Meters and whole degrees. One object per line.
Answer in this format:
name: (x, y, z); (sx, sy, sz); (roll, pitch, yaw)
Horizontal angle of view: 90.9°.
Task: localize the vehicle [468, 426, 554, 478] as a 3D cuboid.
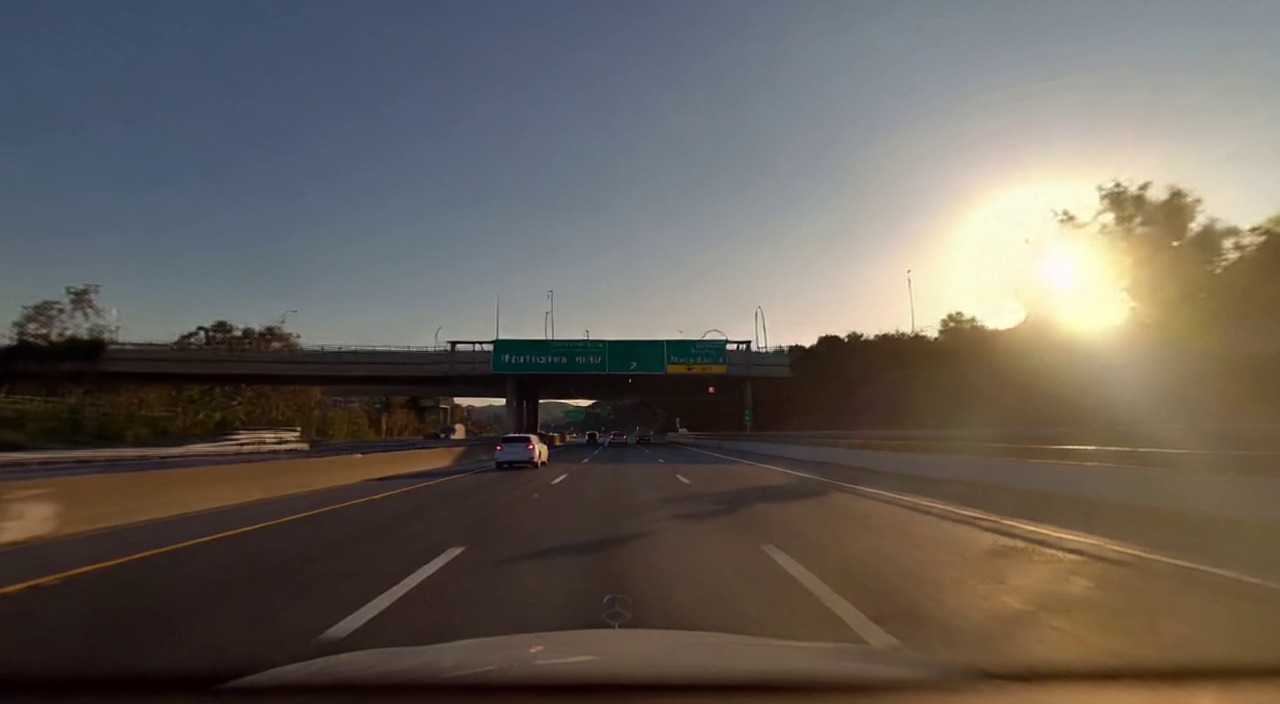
vehicle: (-4.256, 3.369, 21.547); (2.062, 1.591, 4.156); (0, -8, 0)
